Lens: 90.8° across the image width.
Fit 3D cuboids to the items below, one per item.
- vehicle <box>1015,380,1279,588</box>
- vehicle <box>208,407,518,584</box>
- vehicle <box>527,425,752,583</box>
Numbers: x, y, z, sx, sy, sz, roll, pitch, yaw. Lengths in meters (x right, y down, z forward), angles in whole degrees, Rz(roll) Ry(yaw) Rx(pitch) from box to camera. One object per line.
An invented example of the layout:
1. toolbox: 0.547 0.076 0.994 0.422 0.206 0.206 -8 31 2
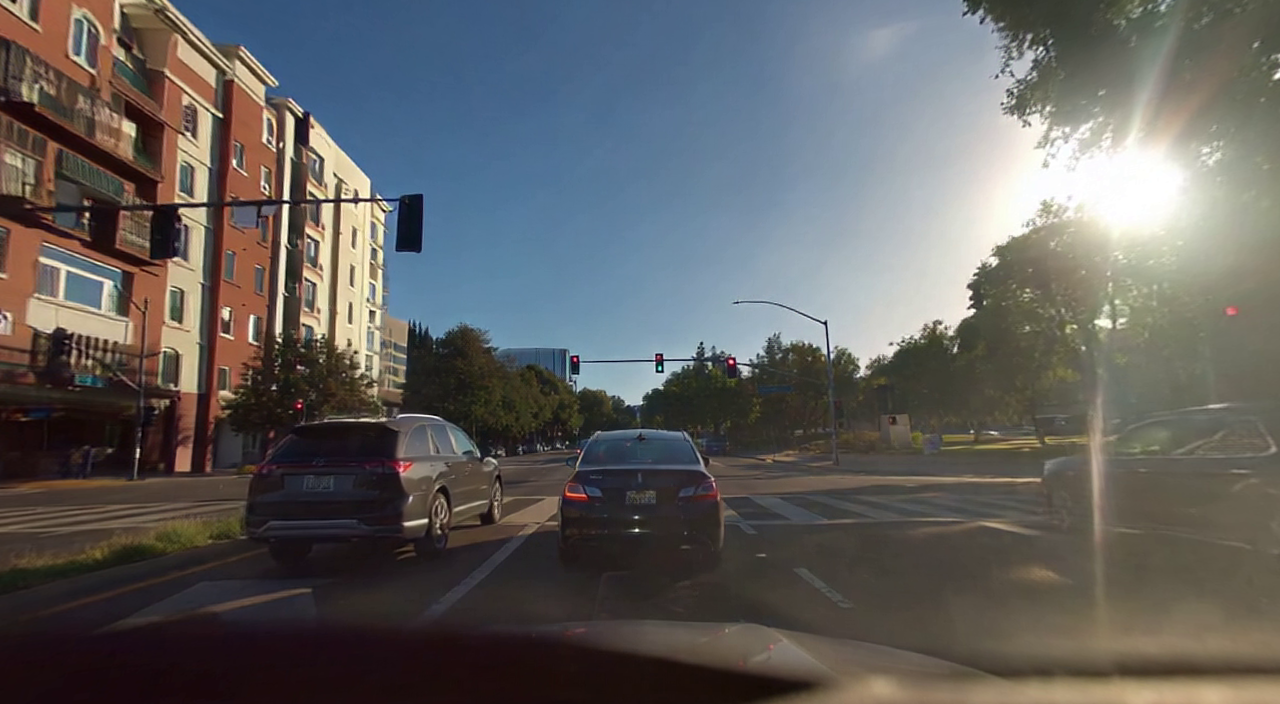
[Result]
1. vehicle: 6.733 1.359 6.856 2.079 1.828 5.323 0 -8 1
2. vehicle: -3.161 1.734 8.490 2.081 1.719 4.434 0 -8 1
3. vehicle: 0.010 1.777 8.176 2.190 1.522 3.850 0 -8 1
